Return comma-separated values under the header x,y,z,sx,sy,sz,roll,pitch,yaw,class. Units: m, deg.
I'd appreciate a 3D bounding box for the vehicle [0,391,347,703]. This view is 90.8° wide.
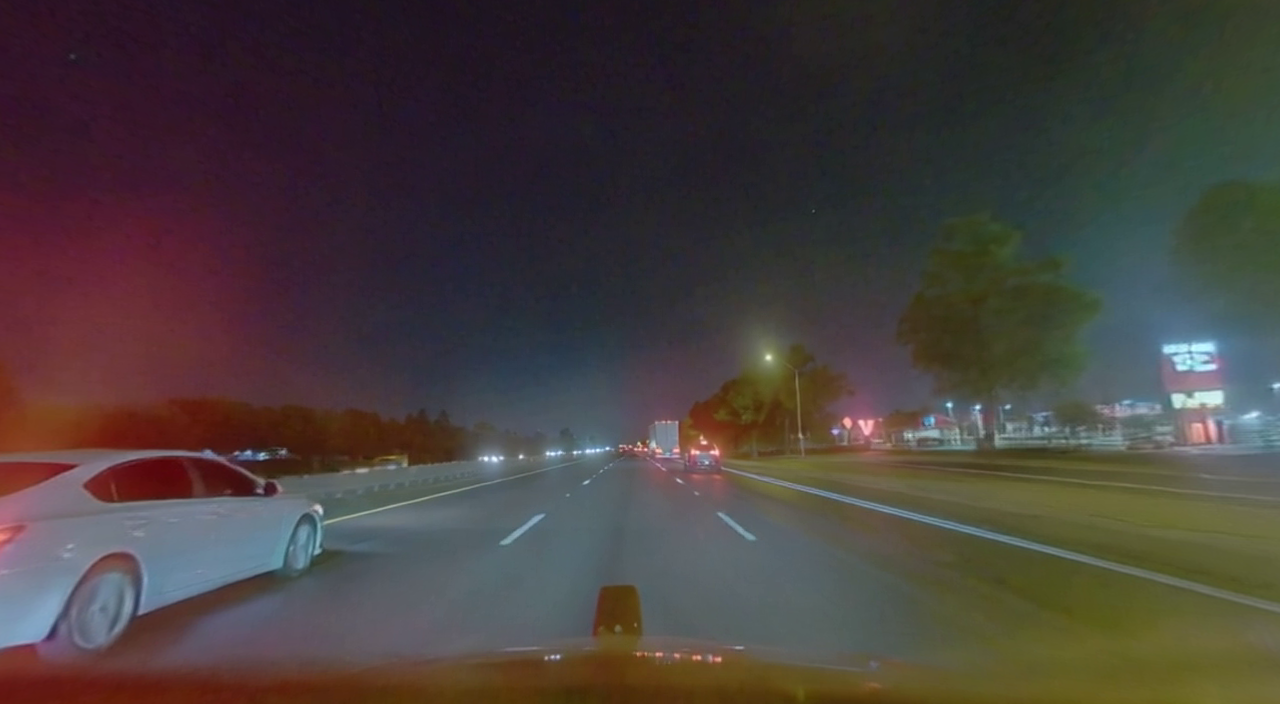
x,y,z,sx,sy,sz,roll,pitch,yaw,class
-4.156,1.197,4.447,1.903,1.607,4.770,0,-8,0,vehicle

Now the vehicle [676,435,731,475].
x,y,z,sx,sy,sz,roll,pitch,yaw,class
2.938,4.902,30.194,2.065,1.760,4.488,0,-9,-1,vehicle
